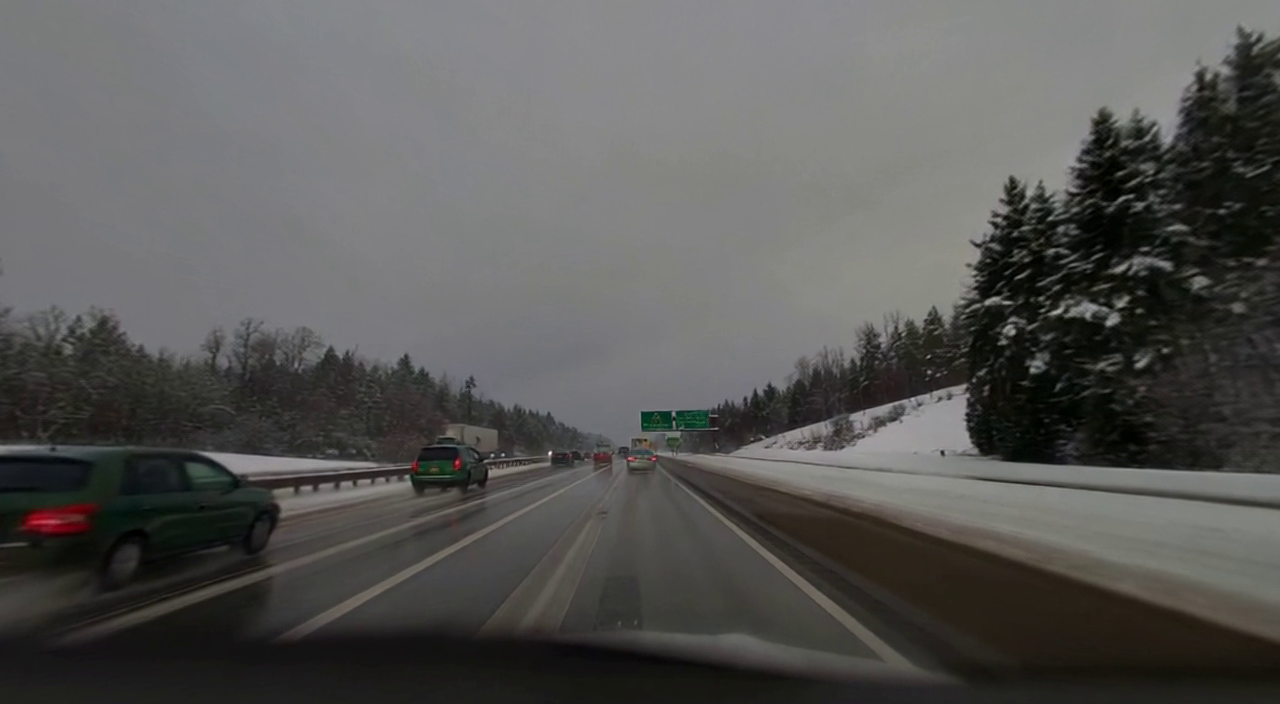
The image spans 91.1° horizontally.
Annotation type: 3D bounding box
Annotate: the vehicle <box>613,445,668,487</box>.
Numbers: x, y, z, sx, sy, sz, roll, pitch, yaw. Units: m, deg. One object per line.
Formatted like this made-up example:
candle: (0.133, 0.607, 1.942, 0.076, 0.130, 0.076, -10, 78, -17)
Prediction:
vehicle: (-0.001, 4.346, 24.231, 1.940, 1.451, 3.512, 0, -9, -1)

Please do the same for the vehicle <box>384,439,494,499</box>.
vehicle: (-6.003, 3.535, 19.362, 2.058, 1.626, 4.118, 0, -9, 0)

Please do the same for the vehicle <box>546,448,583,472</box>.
vehicle: (-4.906, 7.045, 41.365, 1.892, 1.481, 4.180, 0, -9, 1)

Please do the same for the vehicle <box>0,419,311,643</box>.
vehicle: (-5.431, 1.535, 6.303, 2.043, 1.534, 4.032, 0, -9, 0)
